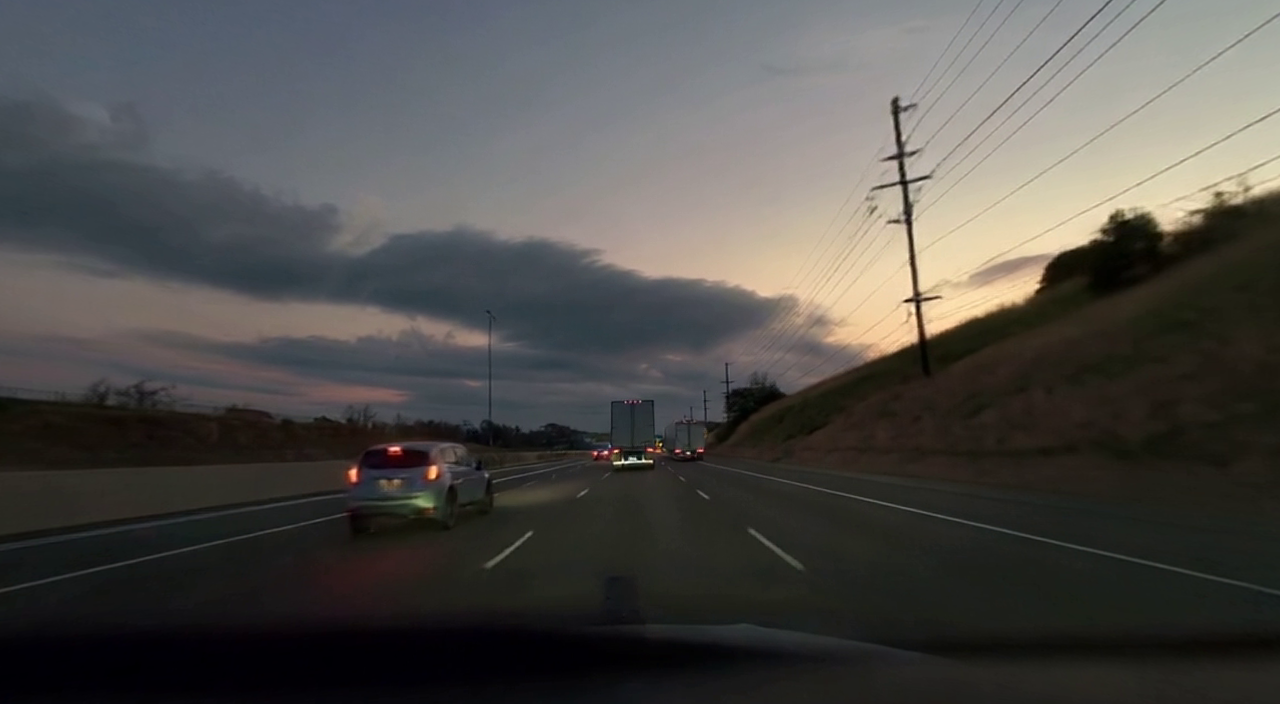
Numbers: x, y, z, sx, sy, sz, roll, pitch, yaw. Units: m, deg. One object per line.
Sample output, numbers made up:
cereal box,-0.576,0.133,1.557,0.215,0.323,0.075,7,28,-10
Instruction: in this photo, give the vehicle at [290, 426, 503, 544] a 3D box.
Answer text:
vehicle,-3.964,2.237,11.236,2.050,1.679,4.253,0,-9,0

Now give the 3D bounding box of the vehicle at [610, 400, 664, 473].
vehicle,-0.137,5.476,40.225,2.985,4.025,10.982,0,-9,0
